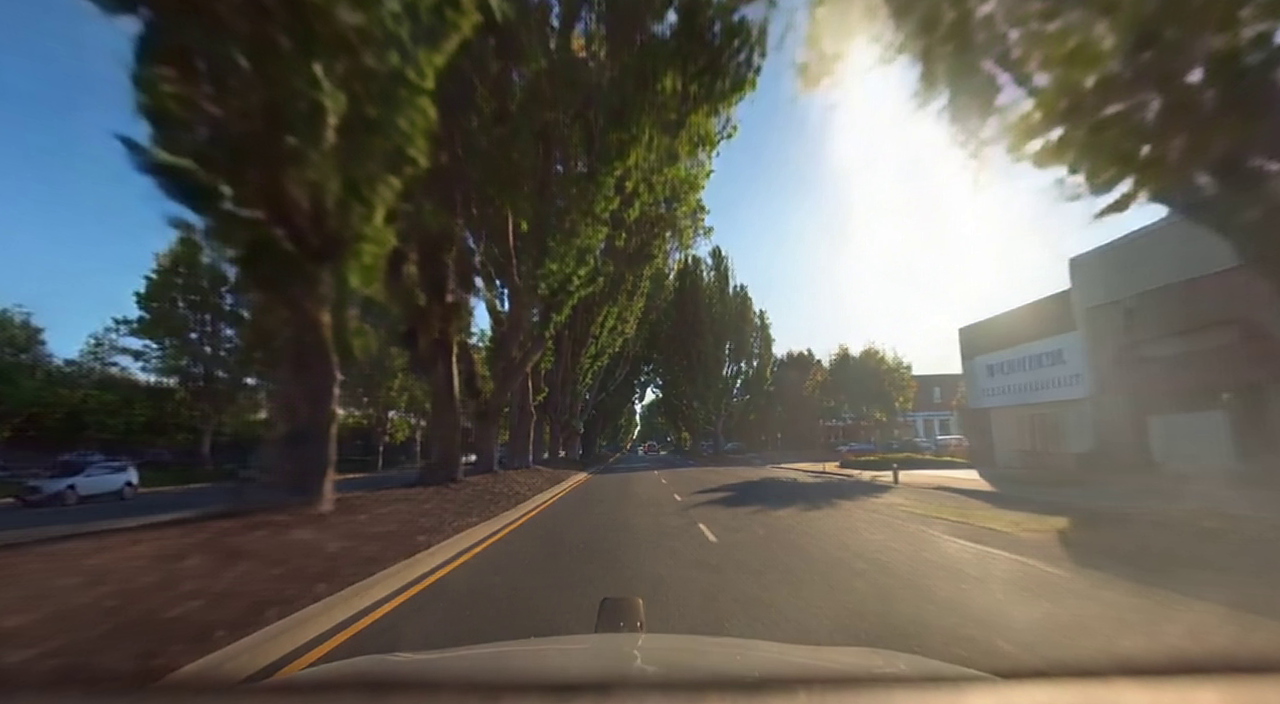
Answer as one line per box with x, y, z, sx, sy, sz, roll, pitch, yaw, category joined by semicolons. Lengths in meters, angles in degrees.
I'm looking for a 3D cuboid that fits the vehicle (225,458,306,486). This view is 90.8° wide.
-21.438;6.856;36.367;1.847;1.454;4.413;0;-9;1;vehicle

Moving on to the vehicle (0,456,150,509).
-21.963;4.975;24.546;1.922;1.738;4.556;-1;-9;4;vehicle
